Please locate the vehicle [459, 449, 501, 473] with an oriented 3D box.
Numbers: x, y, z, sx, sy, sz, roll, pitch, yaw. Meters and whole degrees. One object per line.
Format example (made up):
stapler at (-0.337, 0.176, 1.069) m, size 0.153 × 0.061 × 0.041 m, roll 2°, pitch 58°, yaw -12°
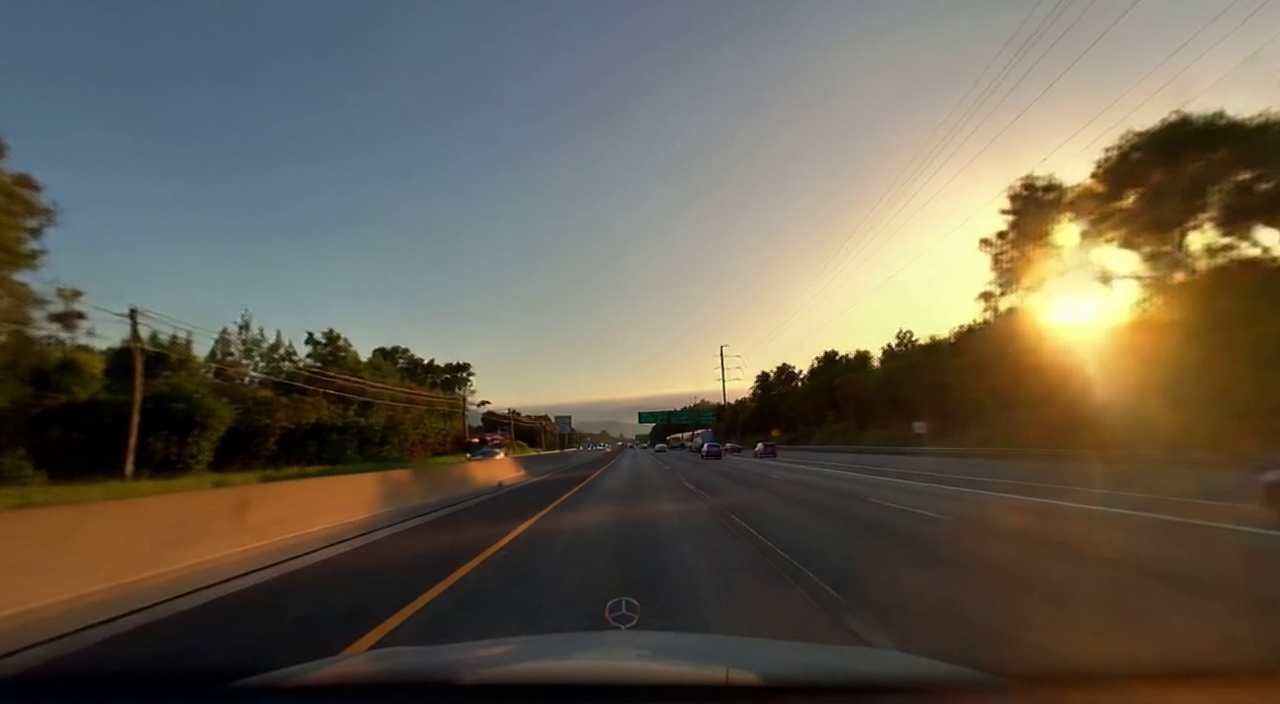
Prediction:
vehicle at (-10.980, 7.479, 43.470) m, size 1.869 × 1.506 × 4.205 m, roll -1°, pitch -9°, yaw -1°
